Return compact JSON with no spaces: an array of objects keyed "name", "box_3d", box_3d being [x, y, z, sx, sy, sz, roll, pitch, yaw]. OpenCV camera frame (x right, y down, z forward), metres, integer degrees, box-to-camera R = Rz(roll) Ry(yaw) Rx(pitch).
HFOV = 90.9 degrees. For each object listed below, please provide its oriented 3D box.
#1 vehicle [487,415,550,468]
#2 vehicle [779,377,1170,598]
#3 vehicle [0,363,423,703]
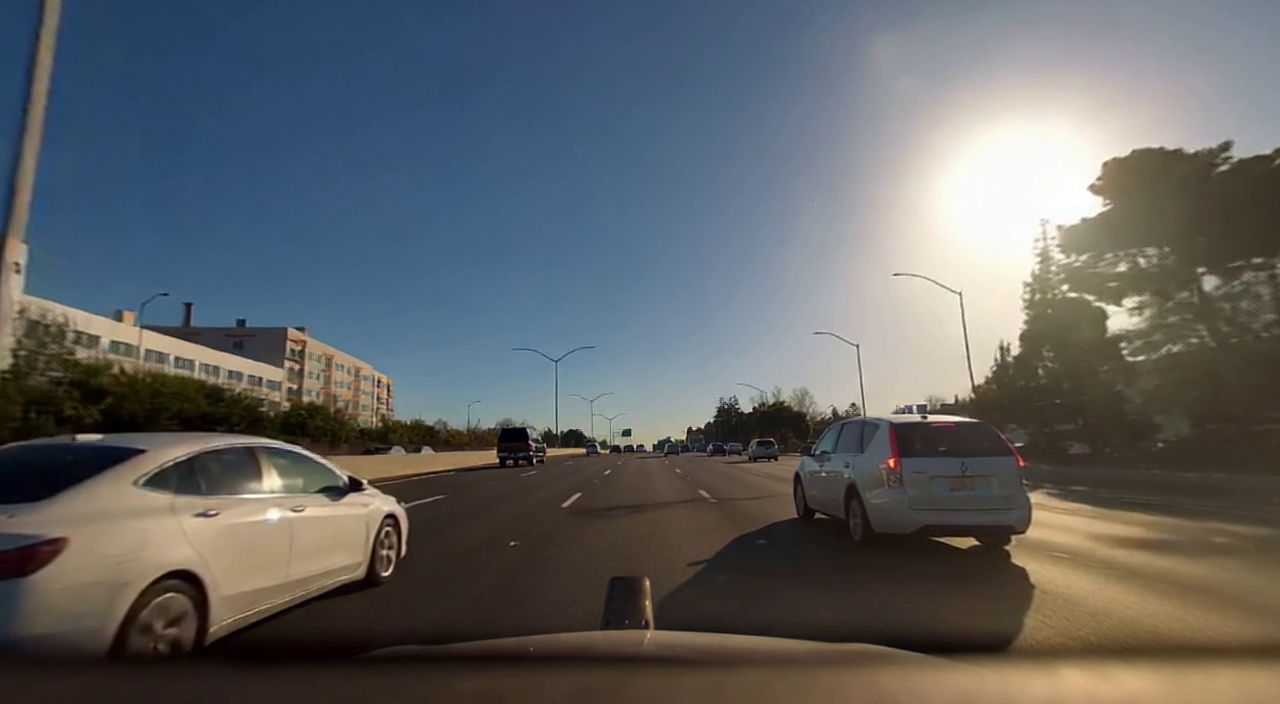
[{"name":"vehicle","box_3d":[-6.979,5.296,37.176,2.362,2.778,6.630,0,-8,0]},{"name":"vehicle","box_3d":[3.363,1.494,7.812,2.148,1.852,4.835,0,-8,0]},{"name":"vehicle","box_3d":[-3.292,1.080,4.018,2.080,1.542,4.718,0,-8,1]}]
